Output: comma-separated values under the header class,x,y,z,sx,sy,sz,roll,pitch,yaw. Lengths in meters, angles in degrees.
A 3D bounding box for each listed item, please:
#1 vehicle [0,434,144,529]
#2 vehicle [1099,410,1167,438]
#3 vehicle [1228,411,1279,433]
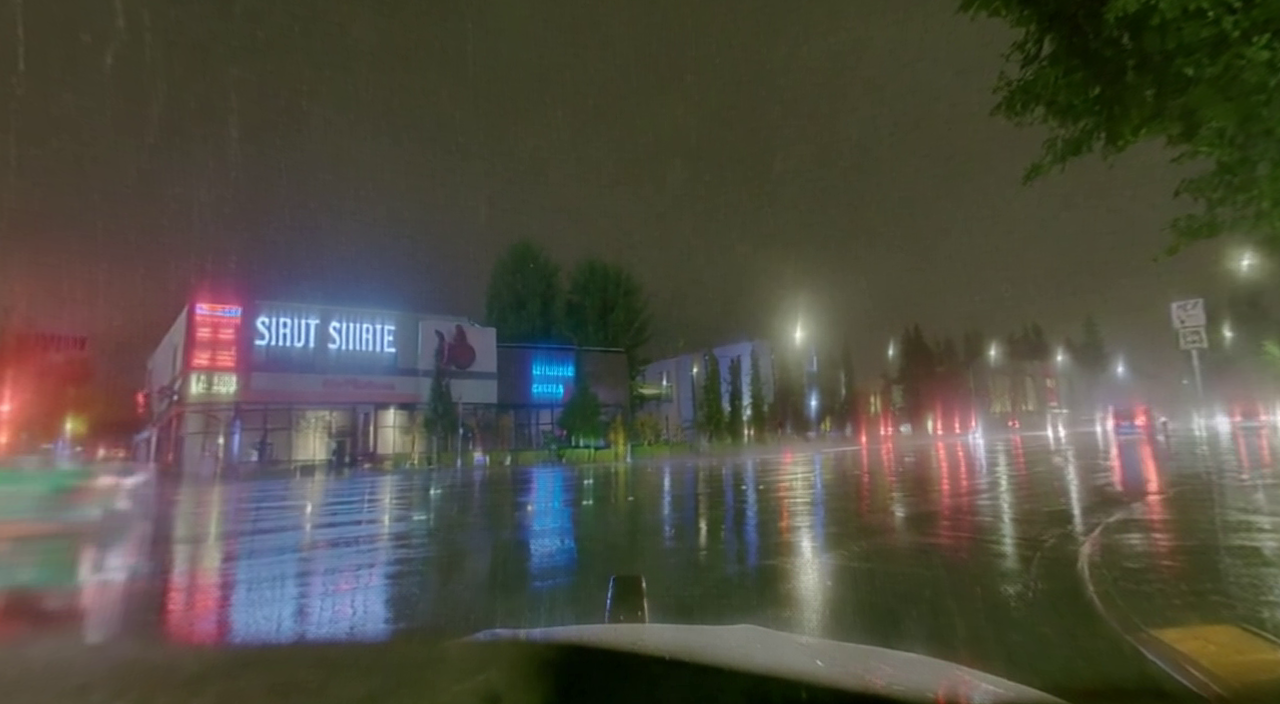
class,x,y,z,sx,sy,sz,roll,pitch,yaw
vehicle,-11.075,2.096,10.353,4.442,1.458,1.902,6,-11,-35
vehicle,33.359,4.907,42.704,4.689,1.758,2.146,6,-10,-35
vehicle,48.493,5.556,49.922,4.377,1.624,1.953,6,-11,-35
